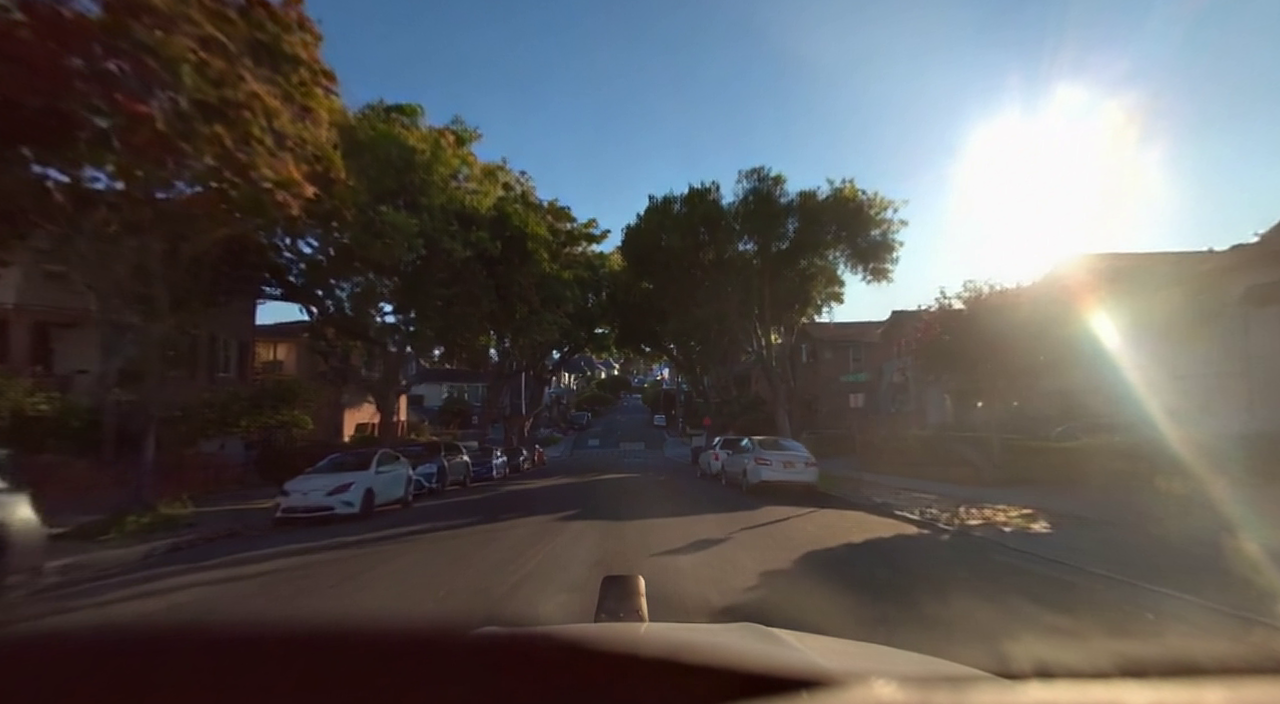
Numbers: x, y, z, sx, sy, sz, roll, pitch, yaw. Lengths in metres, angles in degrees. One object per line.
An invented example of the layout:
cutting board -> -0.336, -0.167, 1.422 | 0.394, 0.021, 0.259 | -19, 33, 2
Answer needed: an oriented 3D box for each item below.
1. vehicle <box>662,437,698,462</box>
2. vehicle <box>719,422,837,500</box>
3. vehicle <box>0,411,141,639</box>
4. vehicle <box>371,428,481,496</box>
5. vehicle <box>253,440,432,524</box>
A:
vehicle -> 2.705, 6.652, 43.233 | 1.966, 1.620, 4.187 | 0, -8, -3
vehicle -> 3.431, 2.824, 16.698 | 1.952, 1.738, 4.518 | 0, -8, -2
vehicle -> -5.748, 1.147, 3.696 | 1.958, 1.682, 4.536 | 0, -8, -1
vehicle -> -6.186, 3.292, 18.887 | 1.830, 1.750, 4.502 | 1, -10, -2
vehicle -> -6.086, 2.664, 13.555 | 2.003, 1.489, 4.051 | 0, -8, -3
